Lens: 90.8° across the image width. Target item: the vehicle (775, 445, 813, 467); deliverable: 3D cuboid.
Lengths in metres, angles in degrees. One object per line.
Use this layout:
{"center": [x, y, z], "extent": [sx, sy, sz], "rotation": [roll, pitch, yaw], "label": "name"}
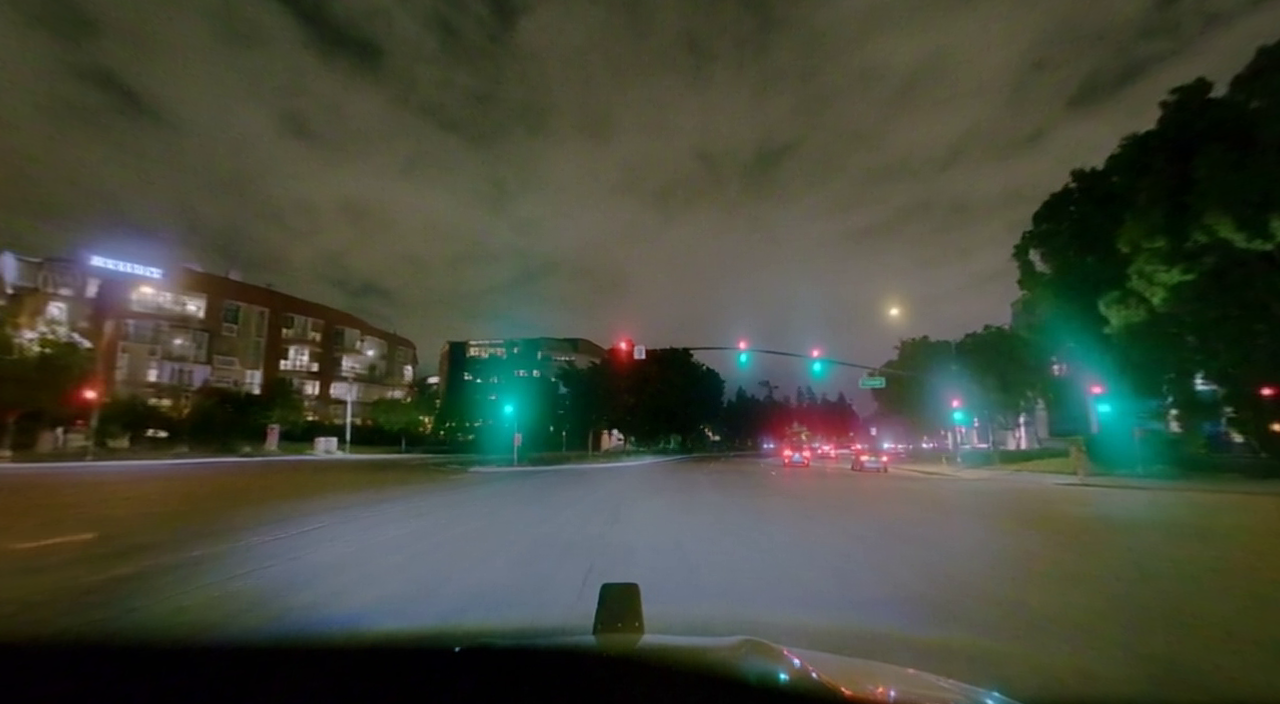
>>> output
{"center": [10.392, 7.031, 42.868], "extent": [1.988, 1.460, 3.996], "rotation": [-1, -9, 7], "label": "vehicle"}
